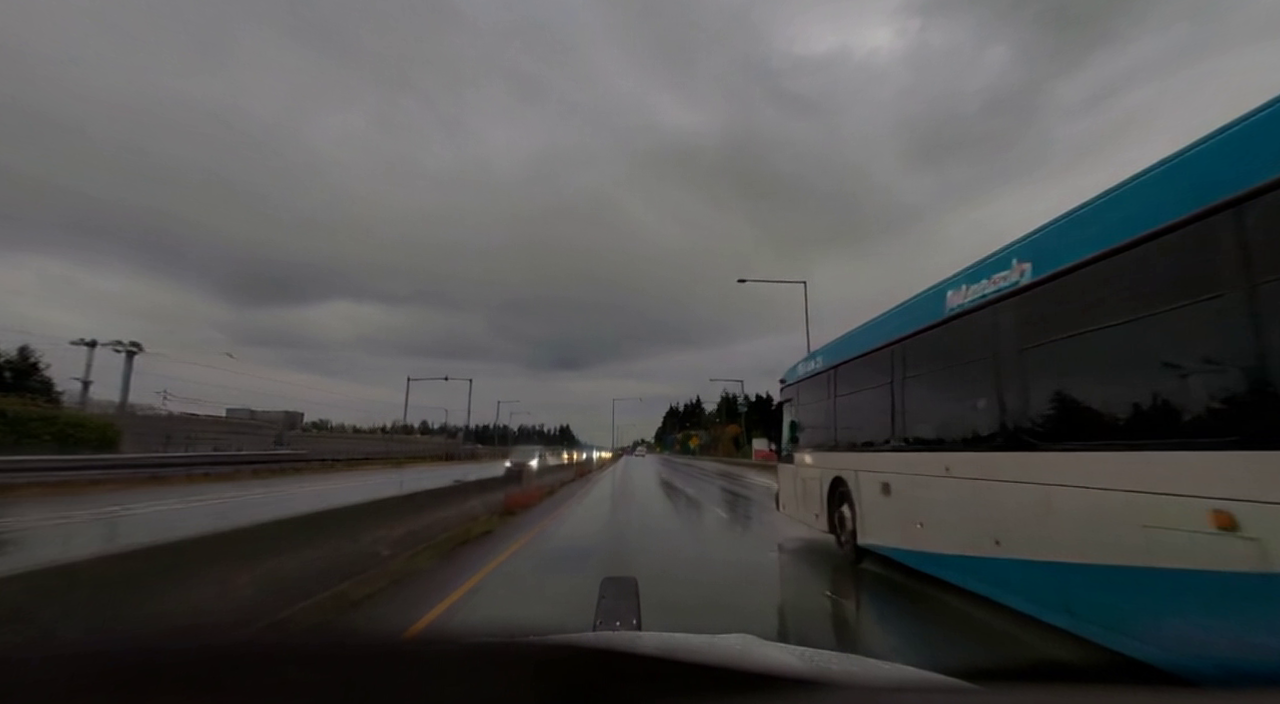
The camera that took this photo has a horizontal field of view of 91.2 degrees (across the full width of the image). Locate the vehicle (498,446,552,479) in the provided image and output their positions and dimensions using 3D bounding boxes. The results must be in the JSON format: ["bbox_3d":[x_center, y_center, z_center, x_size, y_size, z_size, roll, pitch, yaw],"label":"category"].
[{"bbox_3d":[-5.771,5.598,32.058,1.977,1.530,4.328,-1,-9,0],"label":"vehicle"}]

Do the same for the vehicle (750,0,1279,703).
[{"bbox_3d":[3.729,-0.239,3.958,3.277,4.084,14.213,0,-9,-1],"label":"vehicle"}]
